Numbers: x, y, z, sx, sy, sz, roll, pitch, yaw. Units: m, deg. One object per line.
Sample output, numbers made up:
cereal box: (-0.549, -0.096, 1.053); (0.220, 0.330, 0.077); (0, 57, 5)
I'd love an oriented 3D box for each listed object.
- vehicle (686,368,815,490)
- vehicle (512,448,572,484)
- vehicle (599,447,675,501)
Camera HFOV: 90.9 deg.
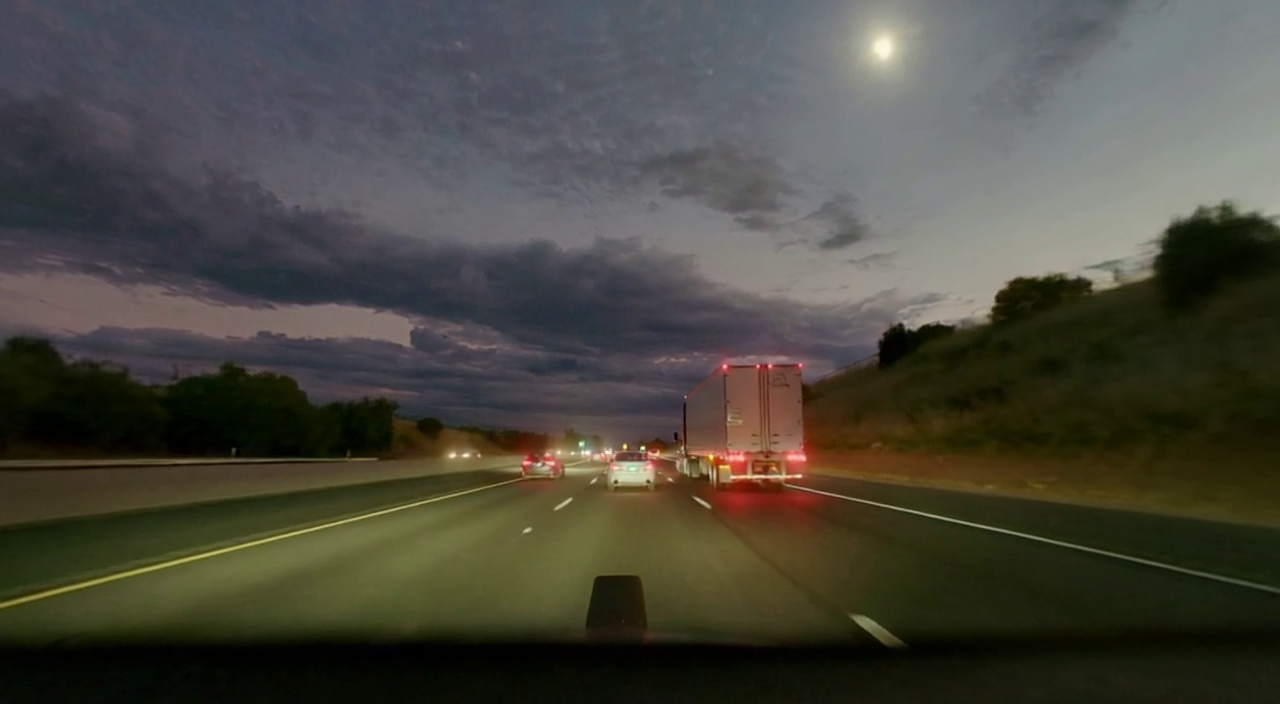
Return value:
vehicle: (4.248, 3.683, 28.445); (2.905, 4.109, 14.332); (0, -9, -1)
vehicle: (-4.310, 5.105, 28.529); (2.017, 1.460, 4.382); (0, -9, 0)
vehicle: (-0.098, 3.590, 18.917); (2.023, 1.400, 4.028); (0, -9, -1)
